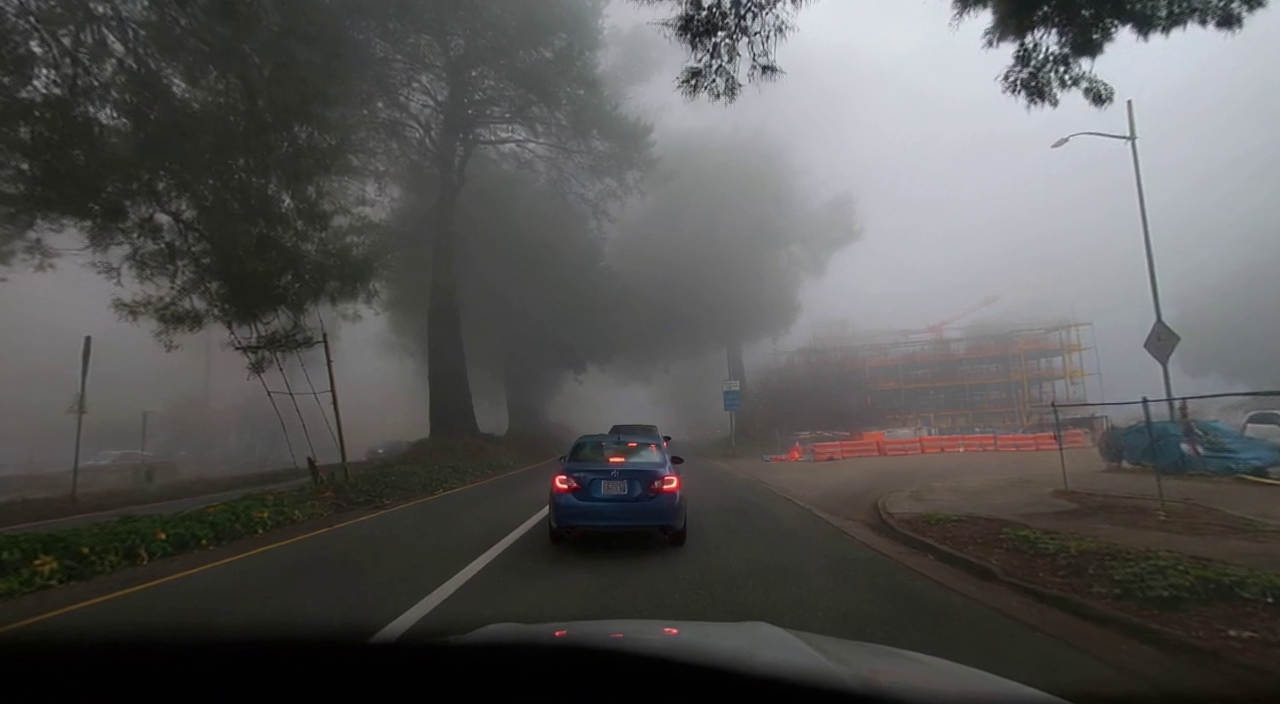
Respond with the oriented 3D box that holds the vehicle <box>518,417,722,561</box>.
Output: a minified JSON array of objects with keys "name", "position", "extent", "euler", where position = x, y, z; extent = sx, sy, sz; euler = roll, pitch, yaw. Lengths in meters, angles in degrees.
[{"name":"vehicle","position":[-0.215,1.725,8.649],"extent":[2.112,1.482,4.076],"euler":[0,-8,0]}]

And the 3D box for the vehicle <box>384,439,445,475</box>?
[{"name":"vehicle","position":[-10.208,4.656,28.327],"extent":[2.072,1.465,4.394],"euler":[4,-9,-25]}]
